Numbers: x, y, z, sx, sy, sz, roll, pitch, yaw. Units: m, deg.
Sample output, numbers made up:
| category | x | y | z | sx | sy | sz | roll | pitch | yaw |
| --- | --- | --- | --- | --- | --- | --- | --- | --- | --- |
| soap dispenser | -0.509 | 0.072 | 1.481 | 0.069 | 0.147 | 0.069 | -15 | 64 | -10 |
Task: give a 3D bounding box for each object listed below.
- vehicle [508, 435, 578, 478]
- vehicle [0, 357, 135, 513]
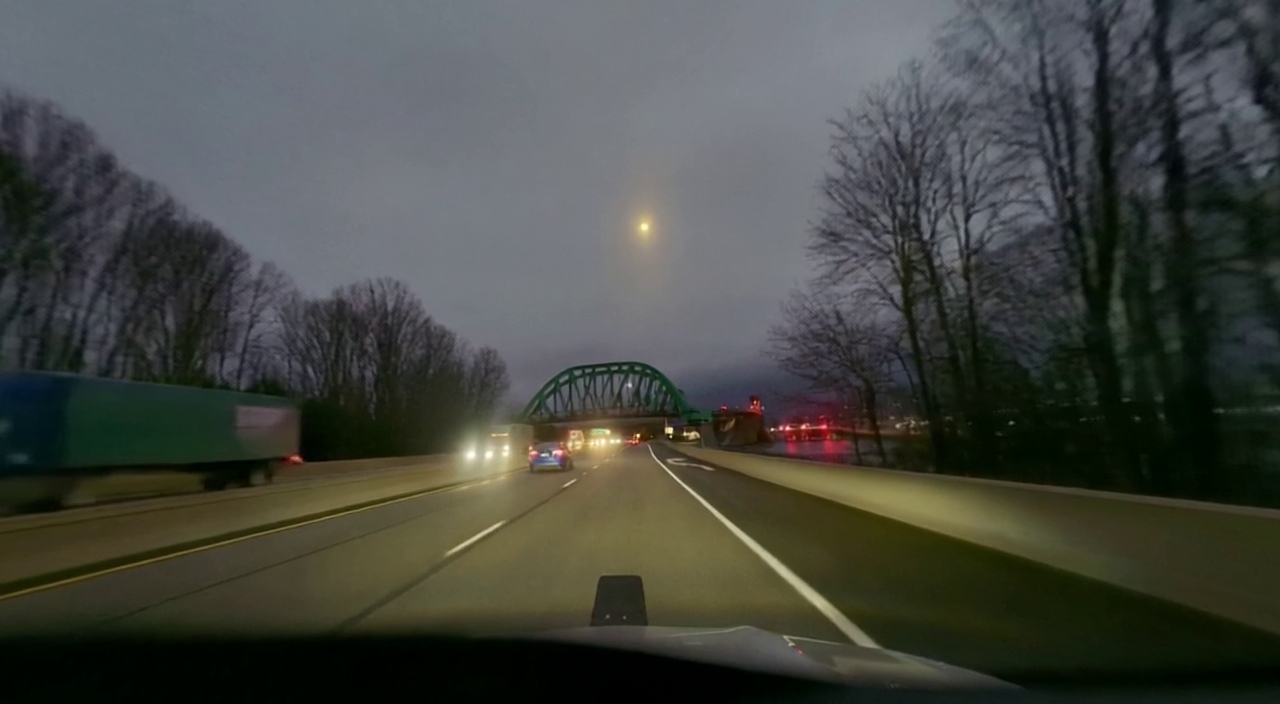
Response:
| category | x | y | z | sx | sy | sz | roll | pitch | yaw |
| --- | --- | --- | --- | --- | --- | --- | --- | --- | --- |
| vehicle | -3.766 | 4.143 | 25.088 | 2.052 | 1.556 | 4.405 | 0 | -8 | 1 |
| vehicle | -18.349 | 2.277 | 17.252 | 3.043 | 4.057 | 6.636 | 0 | -8 | 1 |
